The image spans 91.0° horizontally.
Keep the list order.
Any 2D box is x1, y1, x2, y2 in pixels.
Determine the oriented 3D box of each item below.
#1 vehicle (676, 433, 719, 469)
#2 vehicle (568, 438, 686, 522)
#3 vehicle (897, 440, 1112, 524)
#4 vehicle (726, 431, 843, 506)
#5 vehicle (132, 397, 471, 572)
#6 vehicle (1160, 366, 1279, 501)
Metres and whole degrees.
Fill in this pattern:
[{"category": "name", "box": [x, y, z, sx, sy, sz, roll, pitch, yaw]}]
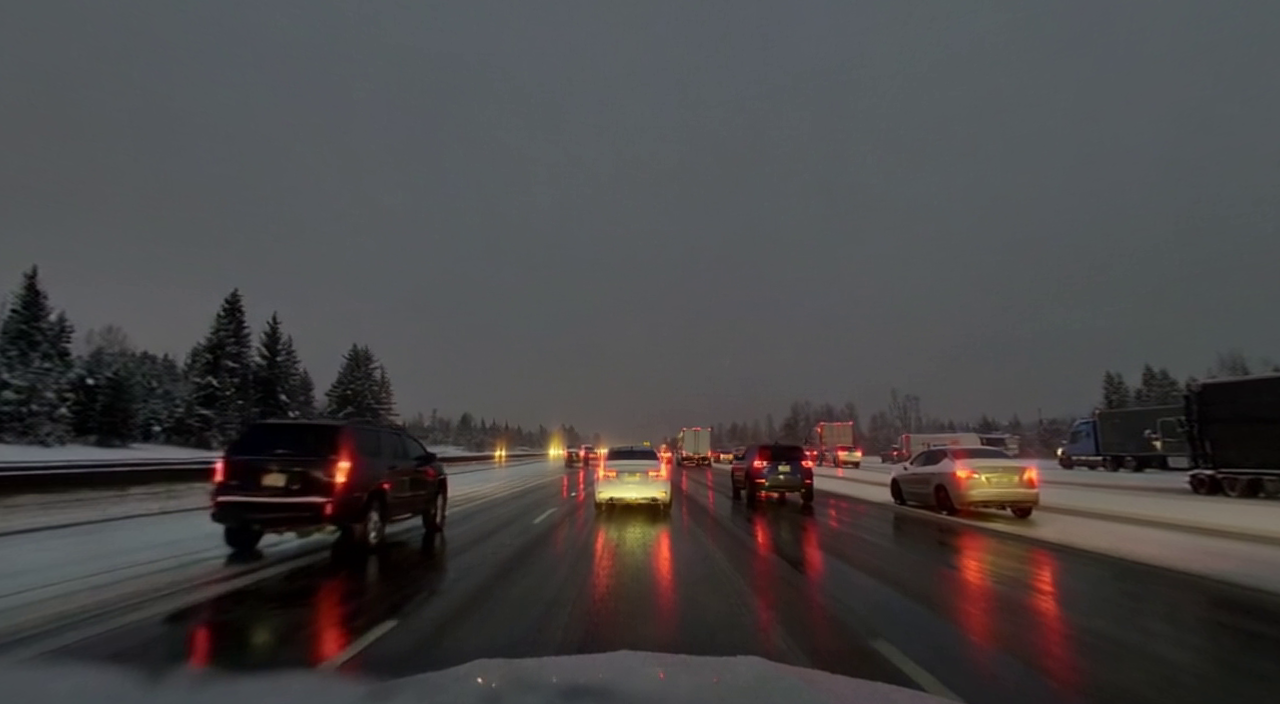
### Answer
[{"category": "vehicle", "box": [3.948, 6.941, 44.225, 2.440, 2.313, 5.266, 0, -9, 0]}, {"category": "vehicle", "box": [-0.200, 2.641, 13.496, 2.132, 1.499, 4.038, 0, -9, 1]}, {"category": "vehicle", "box": [7.603, 2.734, 13.811, 2.021, 1.505, 4.480, 0, -9, 0]}, {"category": "vehicle", "box": [3.572, 2.970, 16.433, 2.053, 1.666, 4.106, 0, -9, 0]}, {"category": "vehicle", "box": [-4.033, 1.678, 8.649, 2.079, 1.741, 4.436, 0, -9, 1]}, {"category": "vehicle", "box": [20.111, 2.372, 18.261, 3.061, 3.869, 7.169, 2, -9, -10]}]
